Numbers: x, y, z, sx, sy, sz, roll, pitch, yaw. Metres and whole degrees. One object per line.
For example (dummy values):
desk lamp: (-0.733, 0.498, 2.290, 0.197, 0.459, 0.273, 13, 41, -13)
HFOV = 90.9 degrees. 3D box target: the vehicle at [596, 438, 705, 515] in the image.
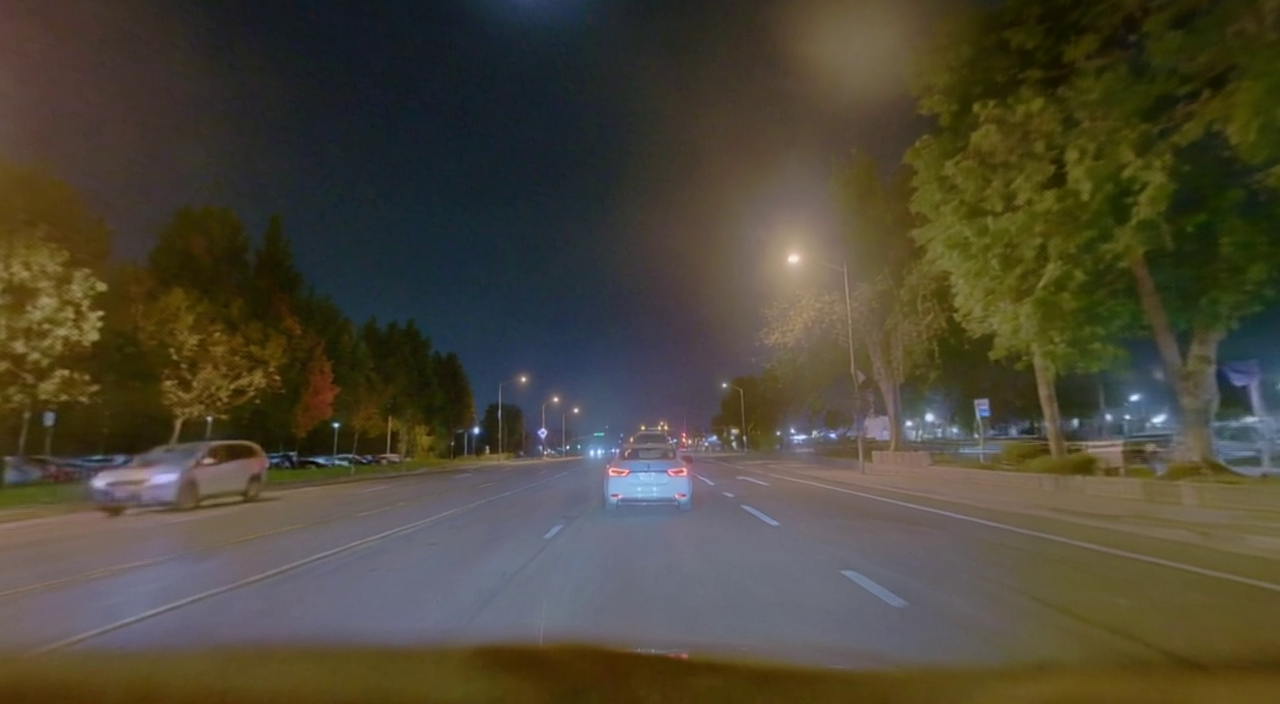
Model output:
vehicle: (0.162, 2.701, 14.137, 2.093, 1.442, 3.977, 0, -9, -1)

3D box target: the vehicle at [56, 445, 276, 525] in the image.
vehicle: (-11.867, 3.316, 16.338, 2.066, 1.753, 4.559, 0, -9, 1)
